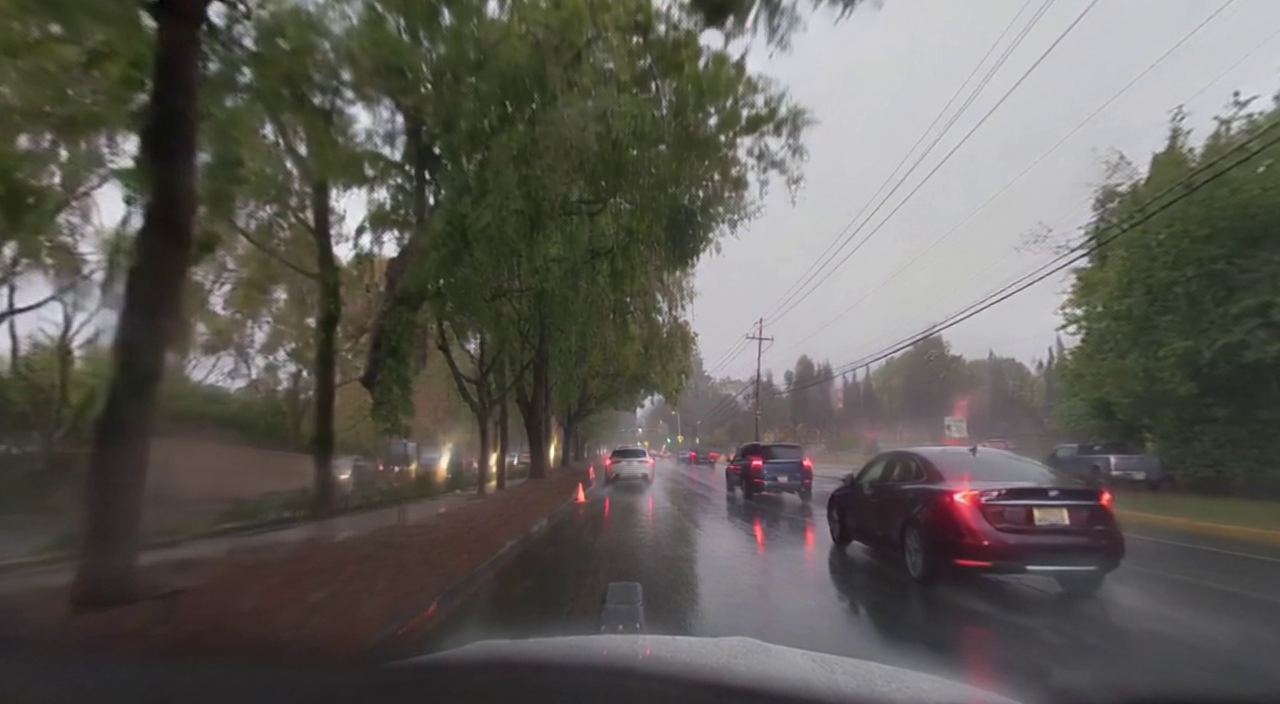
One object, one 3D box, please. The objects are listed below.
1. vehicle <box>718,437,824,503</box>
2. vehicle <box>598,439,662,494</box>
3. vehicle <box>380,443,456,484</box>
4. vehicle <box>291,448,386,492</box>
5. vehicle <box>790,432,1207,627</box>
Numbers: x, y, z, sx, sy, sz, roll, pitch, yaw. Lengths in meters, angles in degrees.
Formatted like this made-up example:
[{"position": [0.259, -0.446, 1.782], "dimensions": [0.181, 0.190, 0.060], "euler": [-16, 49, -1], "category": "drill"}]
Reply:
[{"position": [3.800, 3.489, 19.245], "dimensions": [2.116, 1.726, 4.672], "euler": [0, -8, -1], "category": "vehicle"}, {"position": [-0.331, 3.989, 22.408], "dimensions": [2.050, 1.745, 3.915], "euler": [-1, -8, 0], "category": "vehicle"}, {"position": [-12.394, 6.232, 35.779], "dimensions": [2.223, 2.091, 6.044], "euler": [0, -8, -1], "category": "vehicle"}, {"position": [-16.050, 6.284, 34.120], "dimensions": [2.258, 2.072, 5.695], "euler": [-1, -8, 1], "category": "vehicle"}, {"position": [3.331, 1.701, 7.224], "dimensions": [1.977, 1.460, 4.565], "euler": [0, -8, -2], "category": "vehicle"}]
